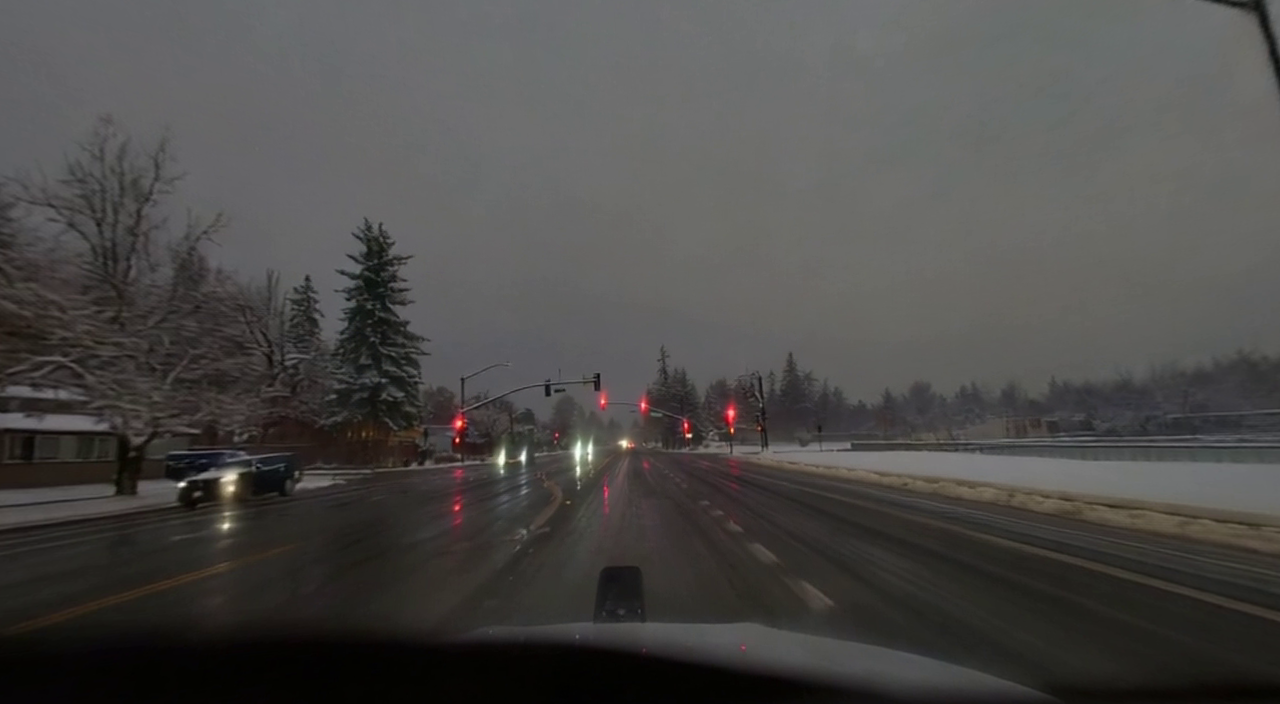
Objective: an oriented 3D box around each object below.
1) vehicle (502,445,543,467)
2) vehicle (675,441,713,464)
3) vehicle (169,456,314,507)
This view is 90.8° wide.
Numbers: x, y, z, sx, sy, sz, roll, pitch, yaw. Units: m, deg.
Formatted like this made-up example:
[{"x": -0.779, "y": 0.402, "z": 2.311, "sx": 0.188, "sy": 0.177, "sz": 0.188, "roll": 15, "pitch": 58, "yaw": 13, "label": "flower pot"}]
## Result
[{"x": -8.698, "y": 7.713, "z": 47.010, "sx": 2.030, "sy": 1.495, "sz": 4.570, "roll": -1, "pitch": -9, "yaw": 2, "label": "vehicle"}, {"x": 3.641, "y": 6.923, "z": 43.560, "sx": 2.133, "sy": 1.494, "sz": 4.265, "roll": 0, "pitch": -9, "yaw": -2, "label": "vehicle"}, {"x": -13.416, "y": 4.361, "z": 21.686, "sx": 1.992, "sy": 1.453, "sz": 4.439, "roll": -1, "pitch": -9, "yaw": 2, "label": "vehicle"}]
